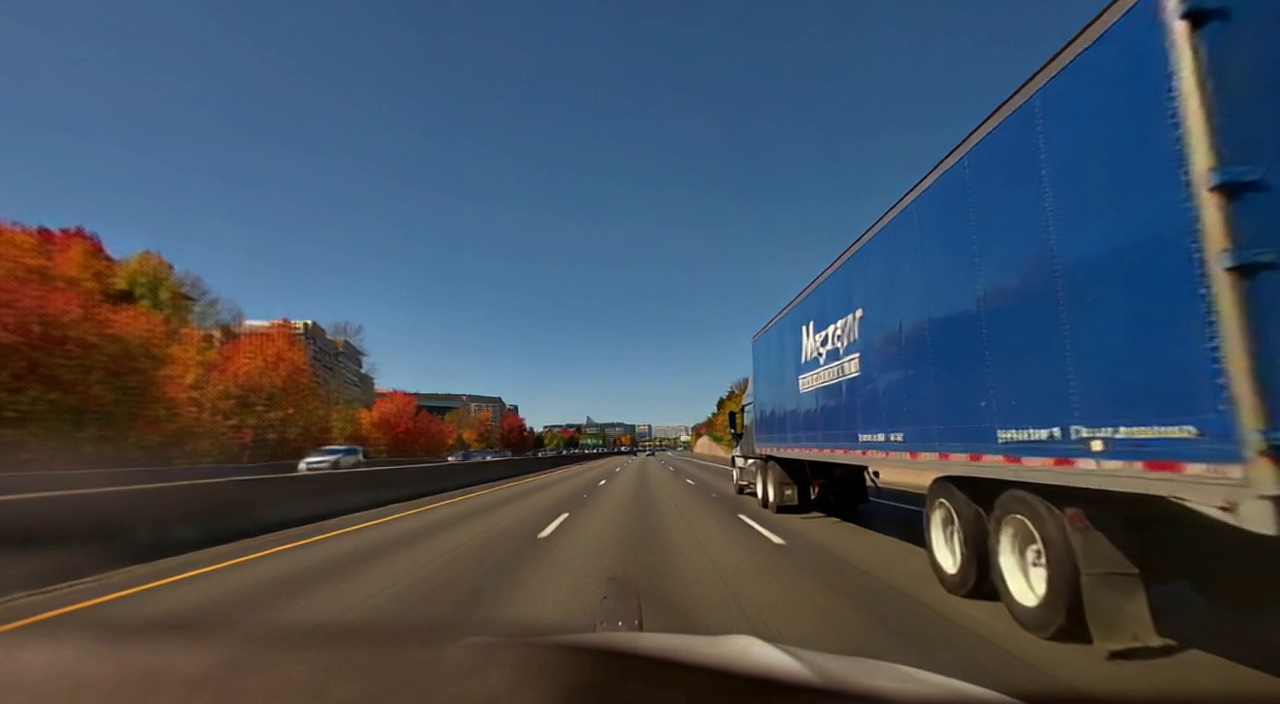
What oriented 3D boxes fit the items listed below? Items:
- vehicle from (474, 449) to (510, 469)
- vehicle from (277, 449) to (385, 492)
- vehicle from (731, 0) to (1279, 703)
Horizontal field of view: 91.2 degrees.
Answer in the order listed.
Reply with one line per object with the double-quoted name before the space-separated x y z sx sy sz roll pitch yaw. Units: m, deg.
"vehicle" -11.351 8.224 48.401 1.810 1.461 3.796 0 -9 1
"vehicle" -11.789 4.505 24.264 1.911 1.494 4.303 0 -9 1
"vehicle" 4.119 0.817 9.753 3.003 3.880 16.814 0 -9 0
